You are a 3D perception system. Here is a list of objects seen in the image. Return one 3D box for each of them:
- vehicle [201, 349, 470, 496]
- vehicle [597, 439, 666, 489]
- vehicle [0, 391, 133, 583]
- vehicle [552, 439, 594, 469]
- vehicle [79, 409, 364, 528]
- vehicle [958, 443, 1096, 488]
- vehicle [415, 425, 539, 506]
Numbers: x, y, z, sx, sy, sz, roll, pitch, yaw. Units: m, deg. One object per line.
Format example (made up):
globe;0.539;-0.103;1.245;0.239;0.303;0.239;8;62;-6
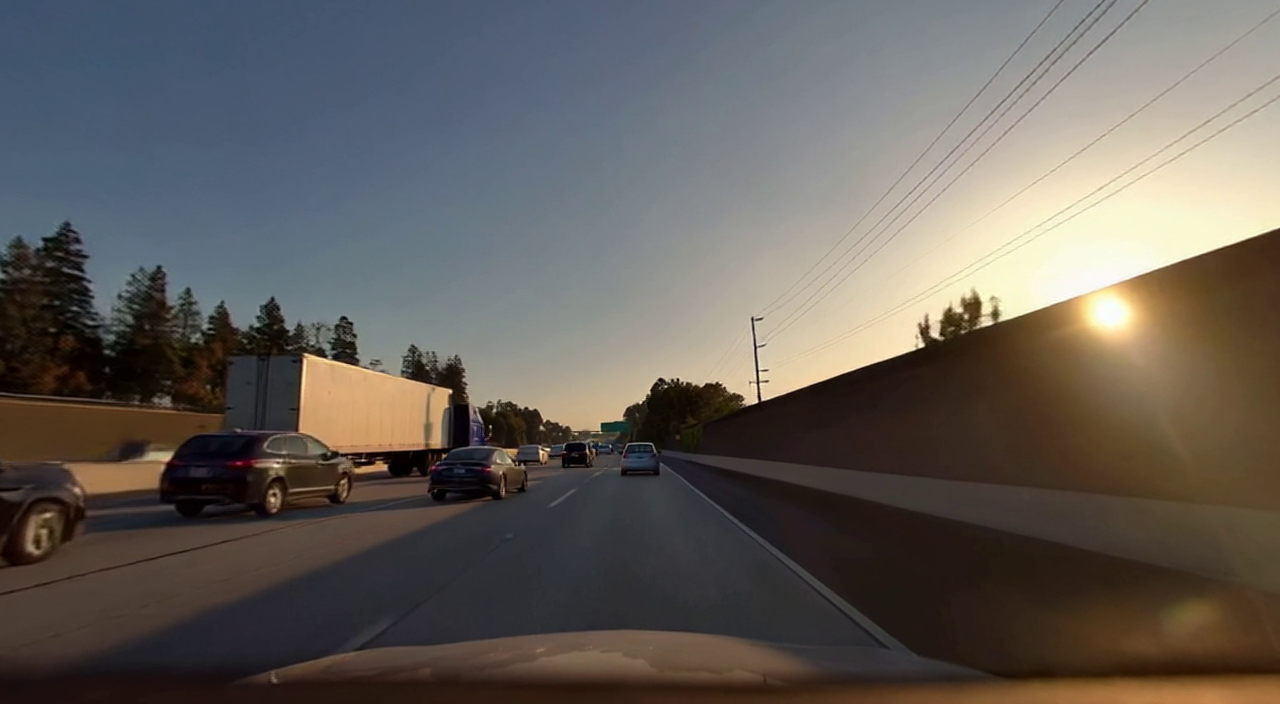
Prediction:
vehicle;-10.631;3.152;25.788;2.892;4.073;16.528;0;-9;0
vehicle;-0.274;3.679;21.033;2.089;1.477;3.818;0;-9;-1
vehicle;-6.939;1.137;5.082;2.027;1.762;4.386;0;-9;0
vehicle;-4.024;6.201;38.623;1.976;1.705;4.176;0;-9;1
vehicle;-7.585;2.185;12.349;2.054;1.825;5.072;0;-9;0
vehicle;14.088;4.126;23.424;2.027;1.478;4.849;0;-9;-1
vehicle;-3.819;2.750;15.664;1.923;1.716;4.289;0;-9;0
